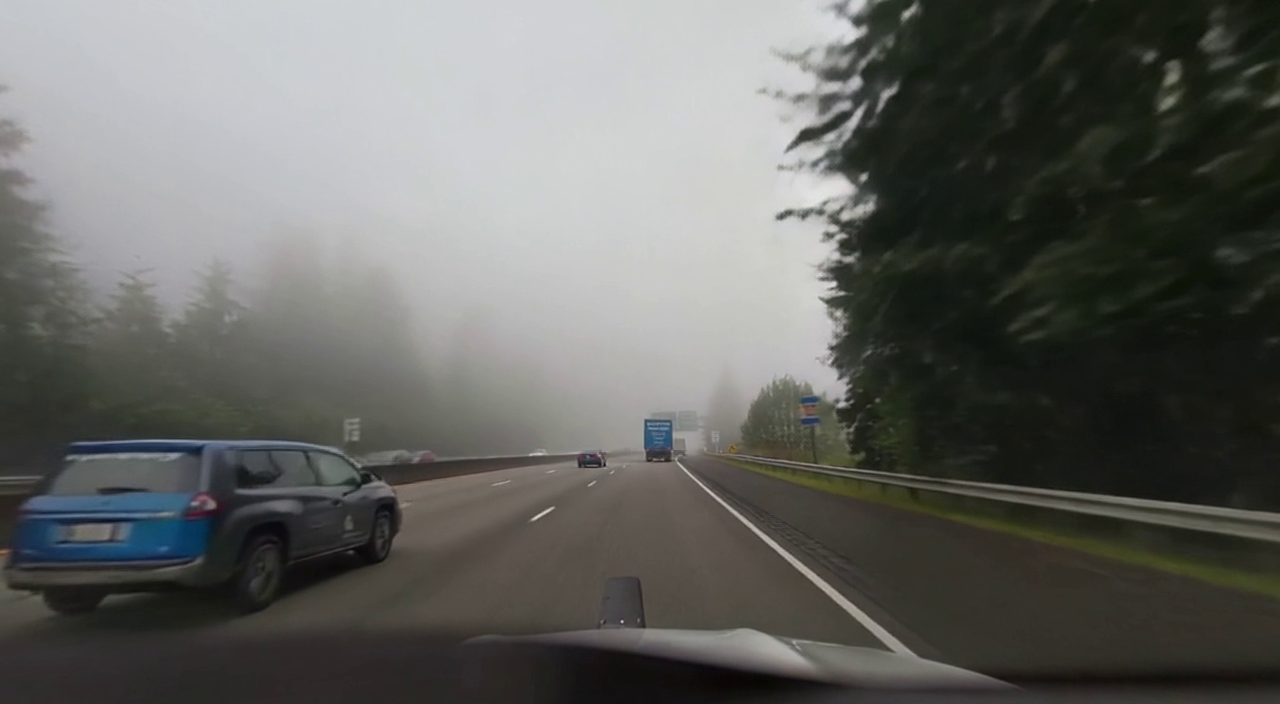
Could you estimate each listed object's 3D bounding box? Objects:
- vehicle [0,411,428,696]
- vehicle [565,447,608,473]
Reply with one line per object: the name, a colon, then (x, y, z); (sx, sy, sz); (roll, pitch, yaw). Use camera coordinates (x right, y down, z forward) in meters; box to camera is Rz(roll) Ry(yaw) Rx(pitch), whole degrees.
vehicle: (-3.836, 1.466, 5.816); (2.039, 1.532, 4.610); (0, -9, 2)
vehicle: (-3.133, 6.390, 37.409); (2.045, 1.430, 3.951); (-1, -9, 2)
